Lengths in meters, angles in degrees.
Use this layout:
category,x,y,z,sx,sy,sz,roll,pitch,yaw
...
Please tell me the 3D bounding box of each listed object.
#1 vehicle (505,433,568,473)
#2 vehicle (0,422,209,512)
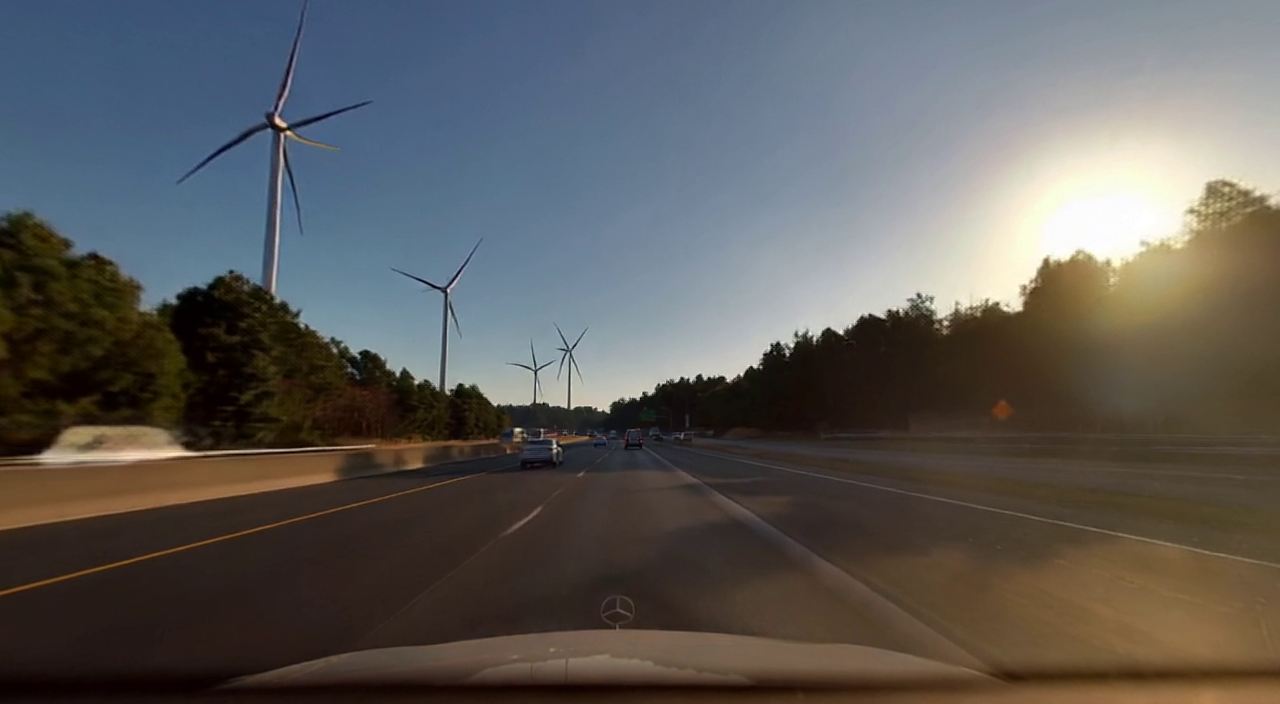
category,x,y,z,sx,sy,sz,roll,pitch,yaw
vehicle,-4.200,4.132,26.113,1.950,1.511,3.965,0,-8,0
vehicle,-12.665,2.575,14.690,1.999,1.752,4.588,0,-8,-1
